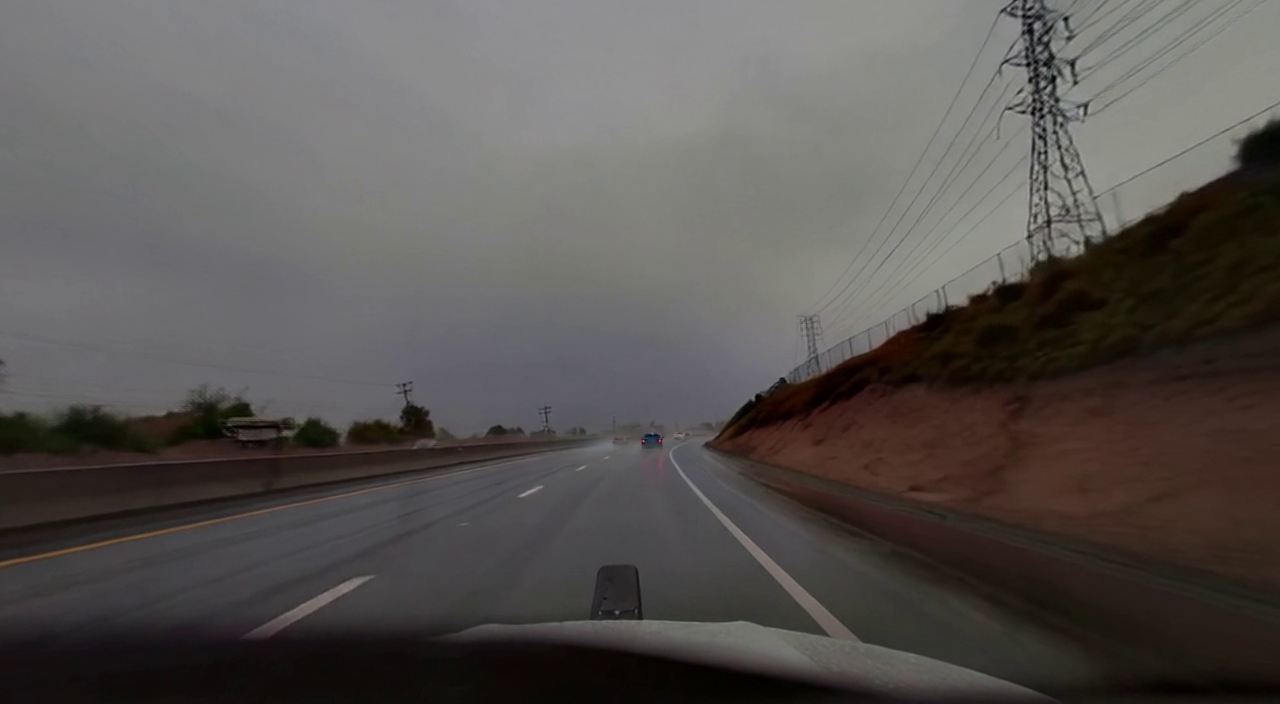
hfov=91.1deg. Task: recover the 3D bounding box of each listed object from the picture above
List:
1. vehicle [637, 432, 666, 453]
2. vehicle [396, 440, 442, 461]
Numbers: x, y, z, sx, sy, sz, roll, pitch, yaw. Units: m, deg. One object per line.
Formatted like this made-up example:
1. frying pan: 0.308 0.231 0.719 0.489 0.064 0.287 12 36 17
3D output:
1. vehicle: 0.898 6.877 47.740 2.077 1.523 4.206 0 -8 2
2. vehicle: -17.370 7.727 49.606 1.933 1.525 4.315 0 -8 2
